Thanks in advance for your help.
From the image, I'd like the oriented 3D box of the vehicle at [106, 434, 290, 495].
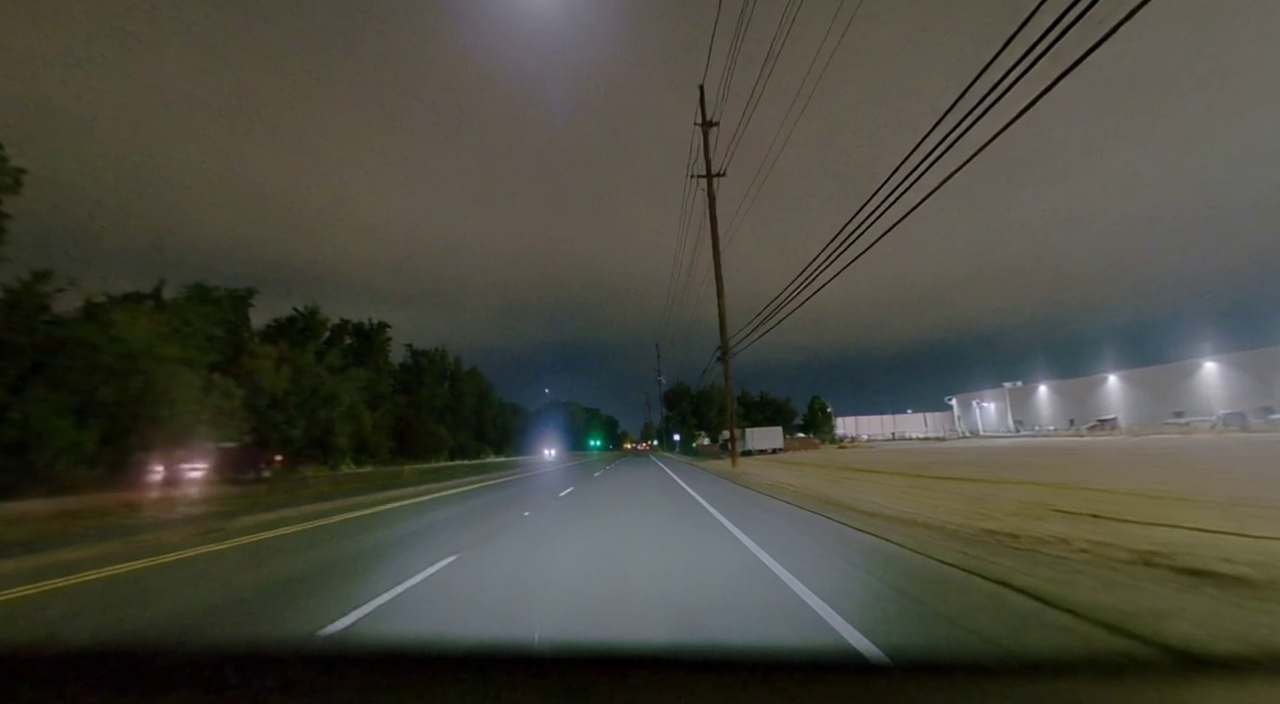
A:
[{"bbox_3d":[-21.416,5.482,31.363,3.137,2.587,8.274,-1,-9,0],"label":"vehicle"}]
